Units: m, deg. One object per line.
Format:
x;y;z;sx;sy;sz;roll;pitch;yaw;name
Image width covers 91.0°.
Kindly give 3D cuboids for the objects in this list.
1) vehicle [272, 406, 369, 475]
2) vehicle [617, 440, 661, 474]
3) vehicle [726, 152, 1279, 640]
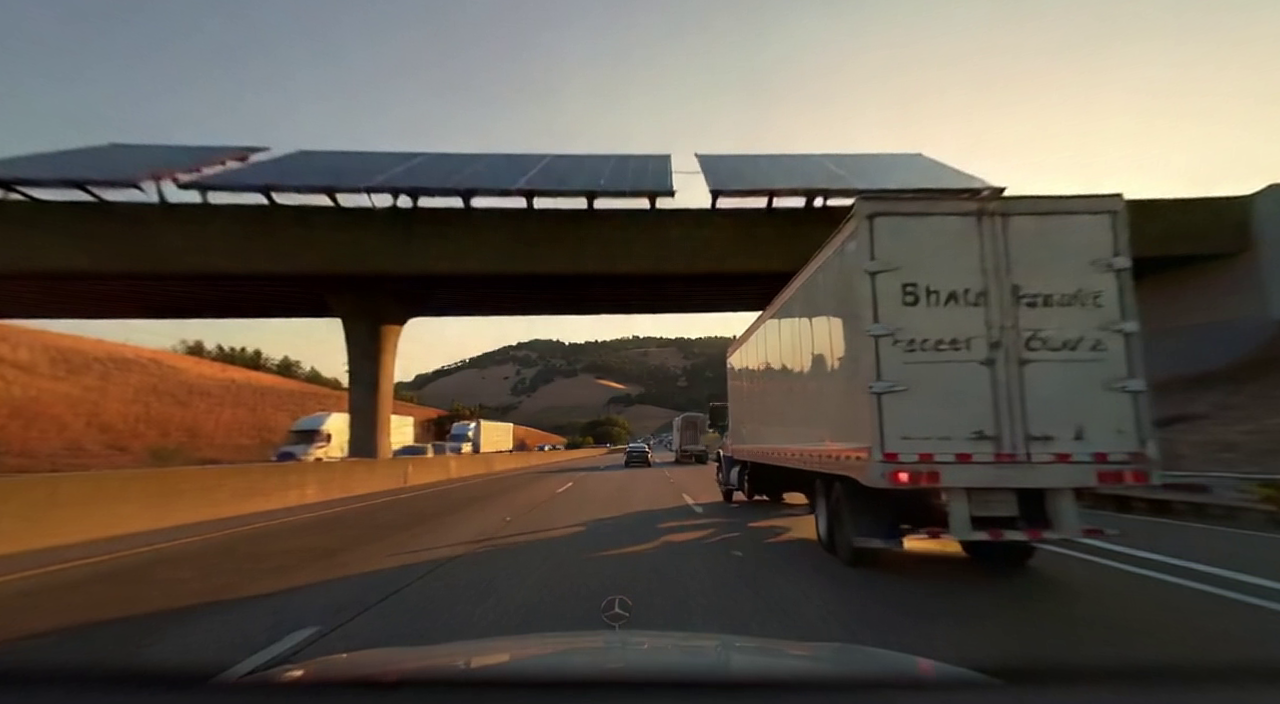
-20.239;5.664;40.310;2.955;4.012;5.867;-1;-8;1;vehicle
-0.035;5.307;32.064;2.066;1.581;4.268;-1;-8;0;vehicle
3.593;0.937;9.660;2.967;3.633;10.015;0;-8;-1;vehicle
